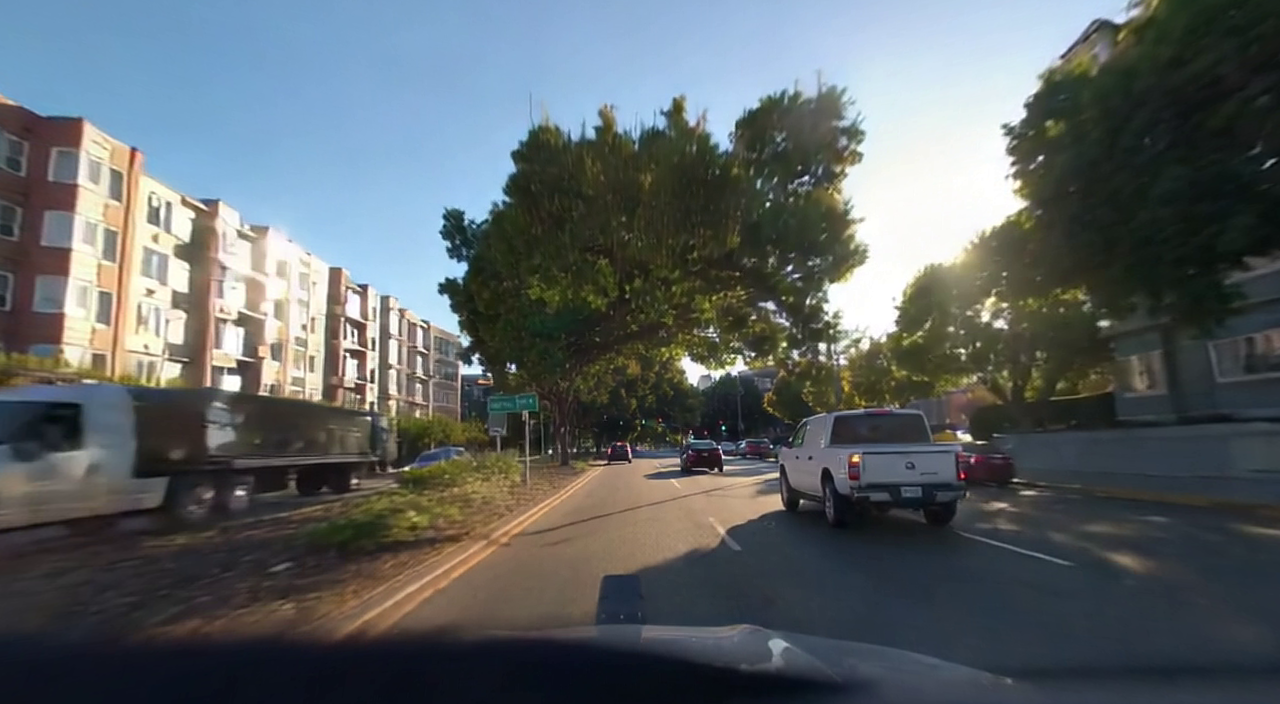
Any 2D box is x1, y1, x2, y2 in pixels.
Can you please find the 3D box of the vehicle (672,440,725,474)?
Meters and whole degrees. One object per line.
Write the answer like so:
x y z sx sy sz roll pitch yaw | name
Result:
2.703 5.003 30.292 2.003 1.480 4.494 0 -9 -1 | vehicle

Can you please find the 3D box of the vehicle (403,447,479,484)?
-8.768 5.034 28.266 1.949 1.503 4.388 0 -9 0 | vehicle

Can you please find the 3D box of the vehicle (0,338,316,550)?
-12.172 2.224 15.086 3.059 3.478 10.986 0 -9 0 | vehicle

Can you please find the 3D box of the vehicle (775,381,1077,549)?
4.053 1.790 10.555 2.427 2.017 5.763 0 -9 1 | vehicle
